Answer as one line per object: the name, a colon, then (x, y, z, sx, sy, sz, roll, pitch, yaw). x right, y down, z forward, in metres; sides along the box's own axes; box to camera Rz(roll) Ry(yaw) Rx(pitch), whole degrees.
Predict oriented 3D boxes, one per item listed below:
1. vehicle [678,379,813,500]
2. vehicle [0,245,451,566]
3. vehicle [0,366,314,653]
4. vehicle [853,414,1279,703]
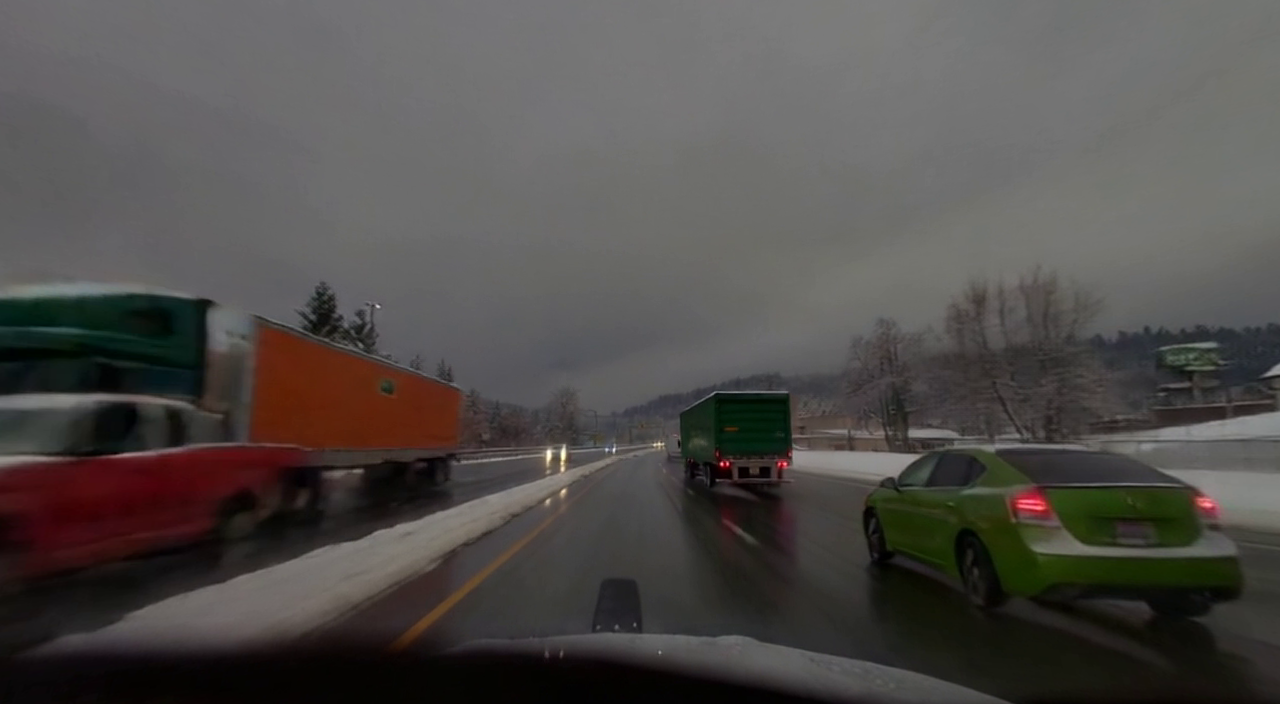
vehicle: (3.546, 3.691, 25.828, 2.916, 3.563, 14.462, 0, -9, -1)
vehicle: (-8.751, 1.828, 15.681, 2.954, 4.061, 15.604, -1, -9, 1)
vehicle: (-5.058, 1.215, 5.310, 2.038, 1.801, 4.594, -1, -9, 1)
vehicle: (3.532, 1.420, 5.361, 1.971, 1.558, 3.834, 0, -9, -1)
